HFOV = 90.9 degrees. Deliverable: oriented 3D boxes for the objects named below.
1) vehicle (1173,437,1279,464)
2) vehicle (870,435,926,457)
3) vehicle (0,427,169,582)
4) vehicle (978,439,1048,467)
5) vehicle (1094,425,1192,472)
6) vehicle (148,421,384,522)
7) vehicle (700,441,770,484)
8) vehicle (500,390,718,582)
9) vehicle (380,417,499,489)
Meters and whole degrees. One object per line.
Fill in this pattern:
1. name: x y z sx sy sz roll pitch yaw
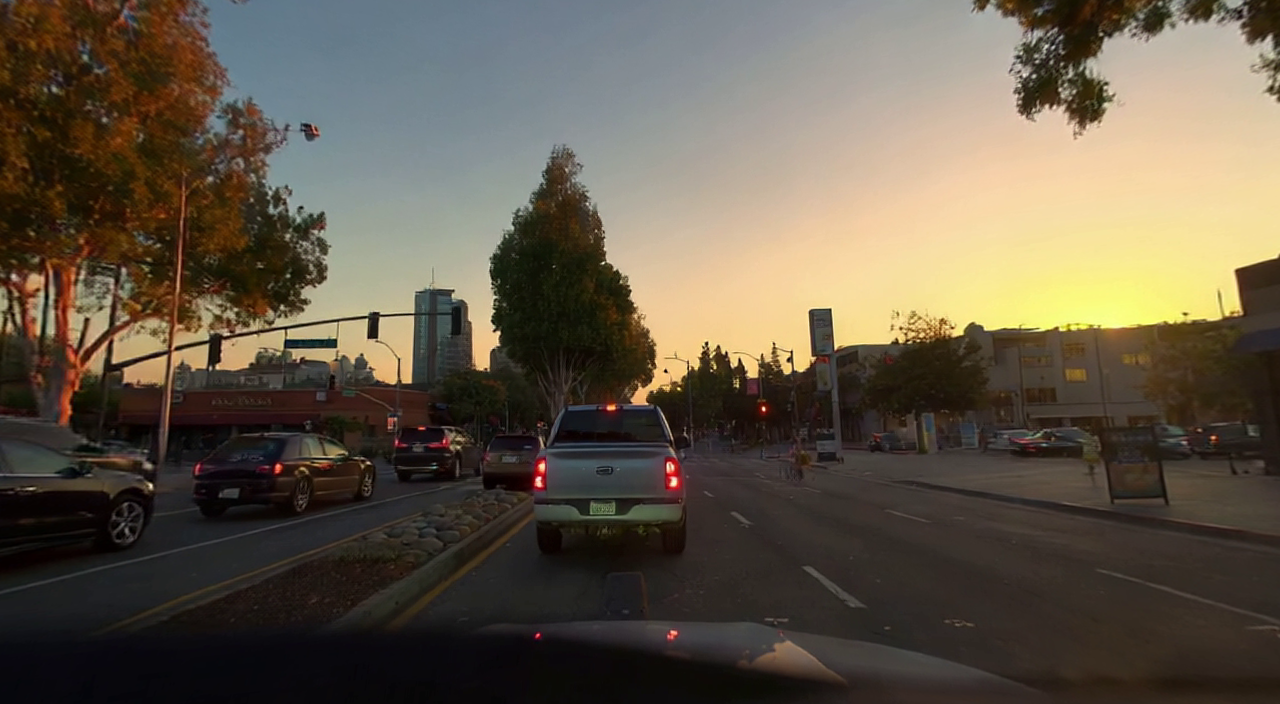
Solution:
1. vehicle: 29.706 4.946 31.677 4.176 1.313 1.719 0 -8 2
2. vehicle: 20.088 7.318 49.052 4.361 1.653 2.034 6 -11 -37
3. vehicle: -6.963 1.422 5.849 1.831 1.451 4.382 0 -8 -1
4. vehicle: 20.089 5.404 33.936 3.836 1.443 1.694 5 -10 -35
5. vehicle: 19.225 3.660 24.044 4.156 1.622 1.924 7 -11 -39
6. vehicle: -7.151 2.324 12.779 1.941 1.655 4.503 0 -8 1
7. vehicle: 3.426 4.048 23.510 2.023 1.441 4.240 0 -8 1
8. vehicle: -0.318 1.597 8.235 2.064 1.817 4.298 0 -8 -1
9. vehicle: -6.481 3.332 21.023 2.496 2.112 4.351 0 -8 0
